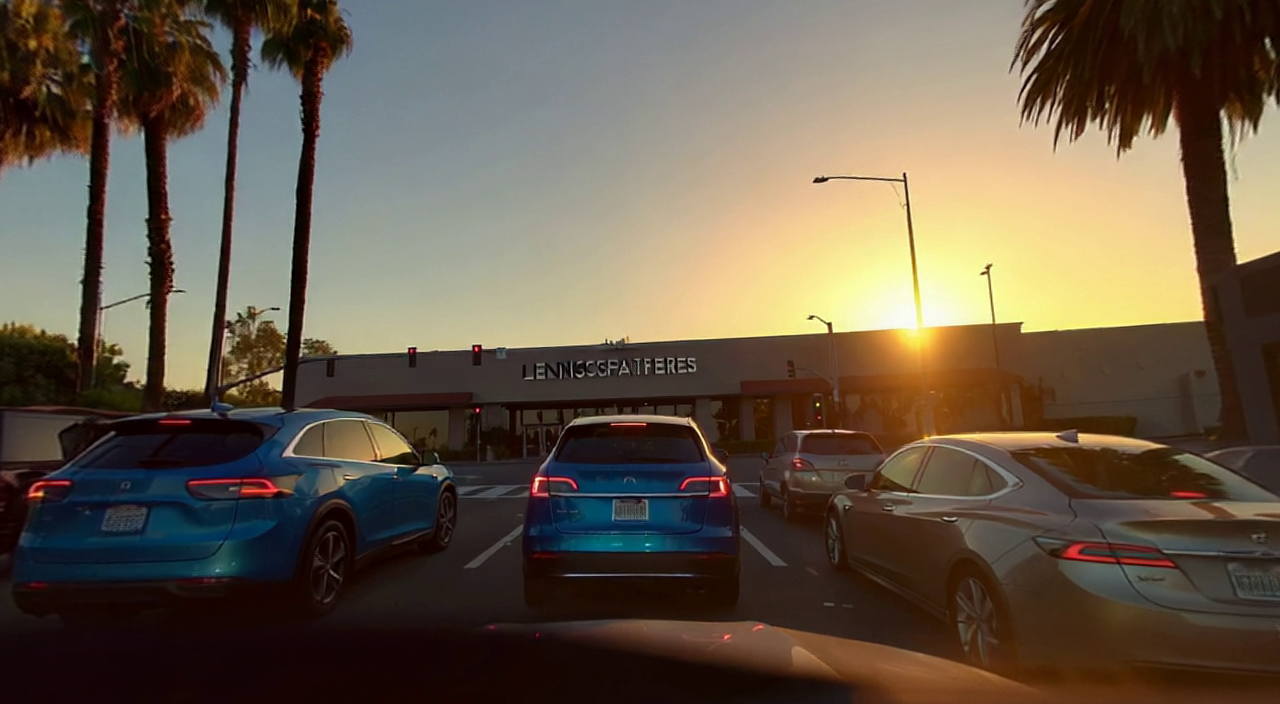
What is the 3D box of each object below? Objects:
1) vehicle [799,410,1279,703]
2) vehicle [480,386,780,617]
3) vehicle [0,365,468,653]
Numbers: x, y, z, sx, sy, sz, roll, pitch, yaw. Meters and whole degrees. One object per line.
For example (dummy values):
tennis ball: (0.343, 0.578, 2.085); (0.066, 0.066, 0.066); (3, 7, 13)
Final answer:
vehicle: (2.967, 1.362, 5.249); (2.017, 1.491, 4.611); (0, -8, -1)
vehicle: (-0.130, 1.457, 7.060); (2.280, 1.747, 4.361); (0, -8, -2)
vehicle: (-3.346, 1.276, 6.124); (2.014, 1.755, 4.360); (0, -8, 1)
